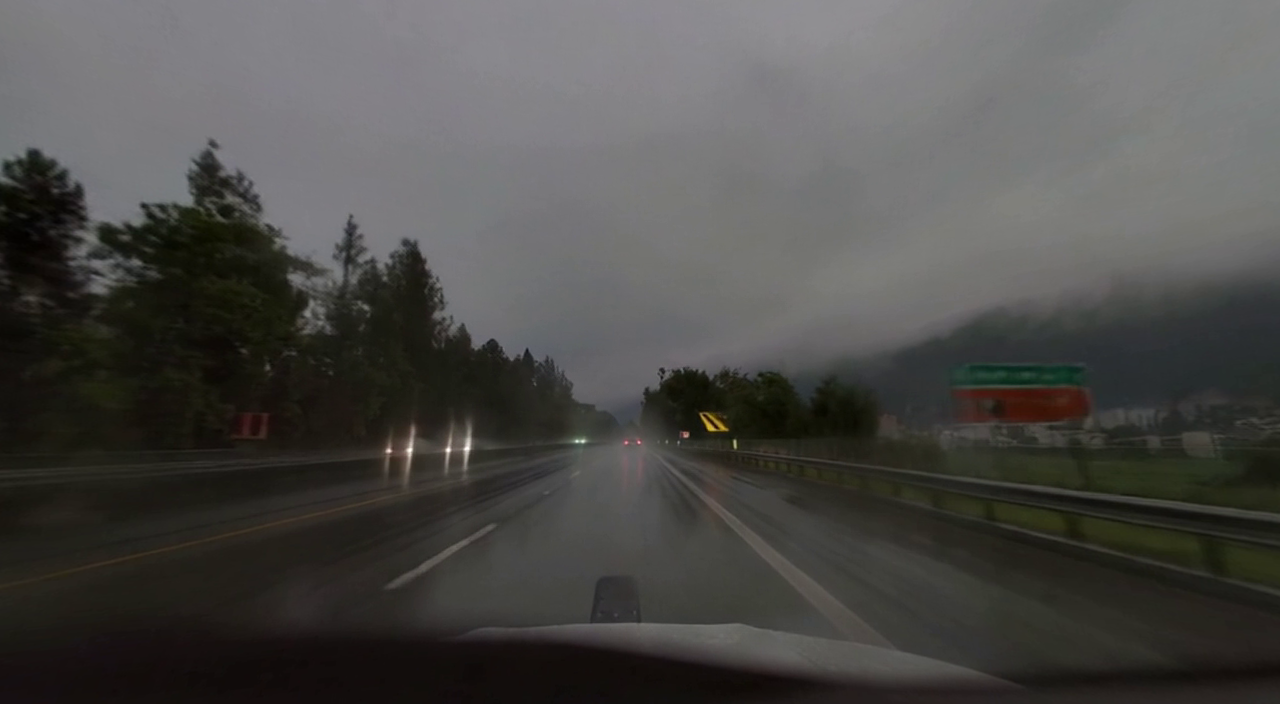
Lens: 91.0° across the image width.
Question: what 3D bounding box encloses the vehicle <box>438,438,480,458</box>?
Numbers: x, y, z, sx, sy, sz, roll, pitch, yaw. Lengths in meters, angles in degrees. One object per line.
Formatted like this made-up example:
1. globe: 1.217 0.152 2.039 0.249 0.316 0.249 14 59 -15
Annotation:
1. vehicle: -14.024 7.465 48.981 2.049 1.467 3.924 -1 -8 0

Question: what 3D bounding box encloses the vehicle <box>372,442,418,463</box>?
1. vehicle: -17.940 7.380 46.329 1.907 1.441 3.867 0 -8 -1
